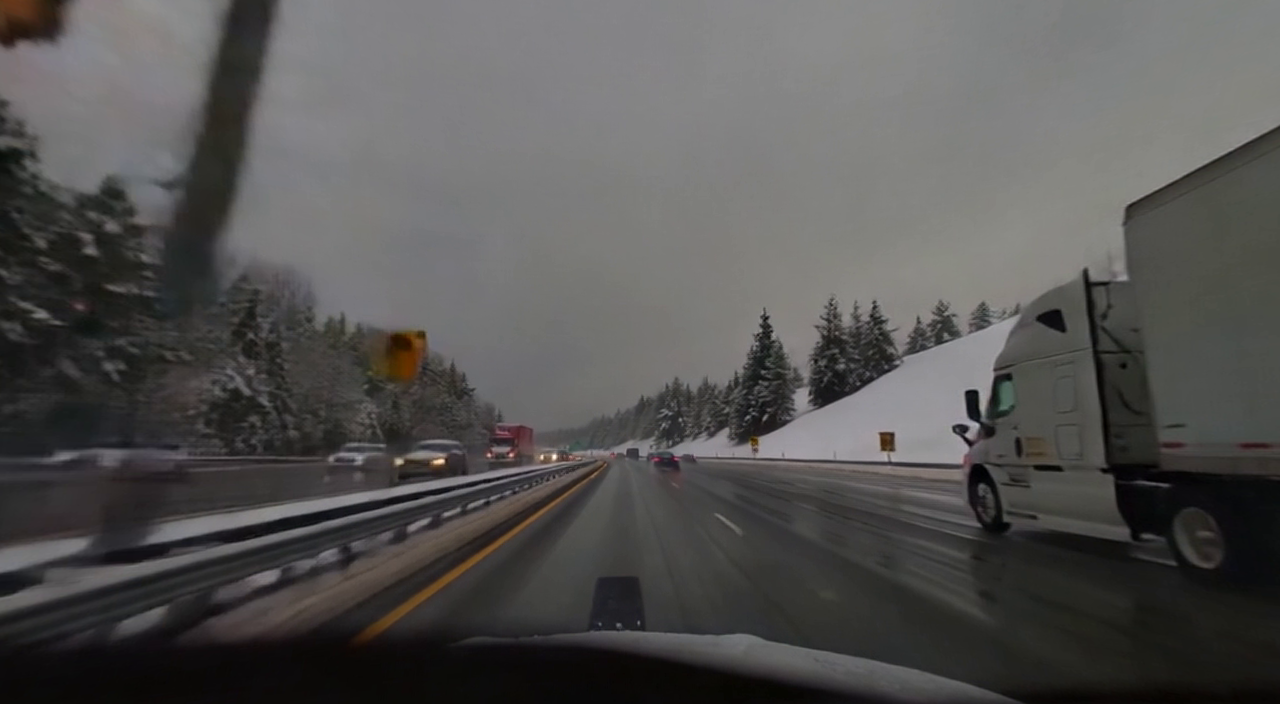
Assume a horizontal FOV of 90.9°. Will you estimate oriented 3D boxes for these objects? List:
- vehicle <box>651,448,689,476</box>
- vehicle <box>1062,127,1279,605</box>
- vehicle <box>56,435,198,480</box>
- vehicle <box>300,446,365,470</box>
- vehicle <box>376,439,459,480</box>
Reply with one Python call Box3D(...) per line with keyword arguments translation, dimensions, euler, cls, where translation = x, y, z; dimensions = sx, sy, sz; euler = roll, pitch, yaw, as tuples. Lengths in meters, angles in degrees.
Box3D(translation=(1.745, 6.598, 38.071), dimensions=(2.111, 1.599, 3.859), euler=(0, -9, 0), cls="vehicle")
Box3D(translation=(6.789, -0.577, 0.904), dimensions=(2.890, 4.006, 14.039), euler=(0, -9, 1), cls="vehicle")
Box3D(translation=(-19.302, 3.995, 24.027), dimensions=(1.830, 1.564, 4.271), euler=(0, -9, -1), cls="vehicle")
Box3D(translation=(-19.872, 6.865, 40.922), dimensions=(1.964, 1.478, 4.587), euler=(0, -9, -1), cls="vehicle")
Box3D(translation=(-8.736, 4.256, 25.139), dimensions=(1.789, 1.478, 4.146), euler=(0, -9, 0), cls="vehicle")
